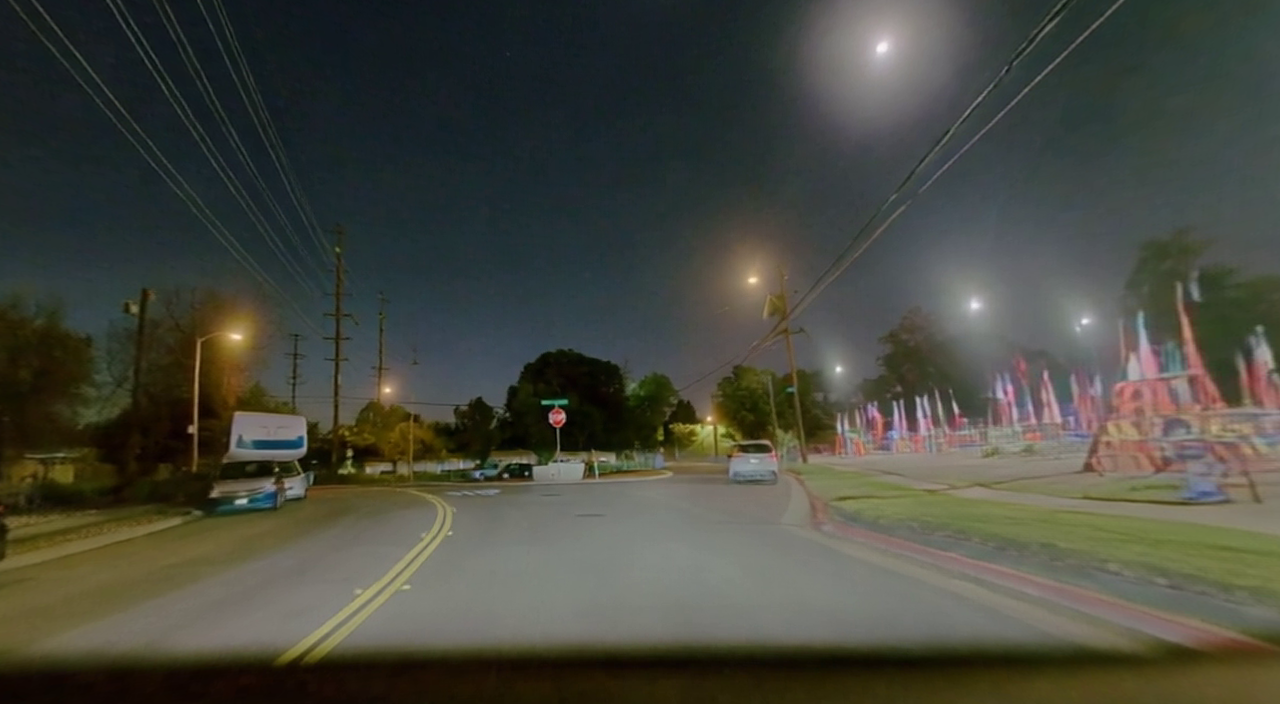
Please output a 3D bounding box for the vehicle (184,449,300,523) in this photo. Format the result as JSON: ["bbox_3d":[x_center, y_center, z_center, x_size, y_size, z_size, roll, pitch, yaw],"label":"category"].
[{"bbox_3d":[-11.044,3.640,17.908,2.103,1.599,4.865,3,-8,-25],"label":"vehicle"}]

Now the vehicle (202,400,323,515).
[{"bbox_3d":[-16.041,4.147,26.267,3.216,3.720,11.364,4,-9,-35],"label":"vehicle"}]

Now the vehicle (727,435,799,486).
[{"bbox_3d":[5.240,4.650,27.754,2.508,1.887,5.930,-1,-7,6],"label":"vehicle"}]

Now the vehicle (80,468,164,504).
[{"bbox_3d":[-35.444,9.092,43.200,5.757,2.044,2.213,-4,-8,27],"label":"vehicle"}]

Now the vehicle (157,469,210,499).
[{"bbox_3d":[-28.352,8.136,39.169,2.025,1.504,4.164,6,-10,-43],"label":"vehicle"}]
